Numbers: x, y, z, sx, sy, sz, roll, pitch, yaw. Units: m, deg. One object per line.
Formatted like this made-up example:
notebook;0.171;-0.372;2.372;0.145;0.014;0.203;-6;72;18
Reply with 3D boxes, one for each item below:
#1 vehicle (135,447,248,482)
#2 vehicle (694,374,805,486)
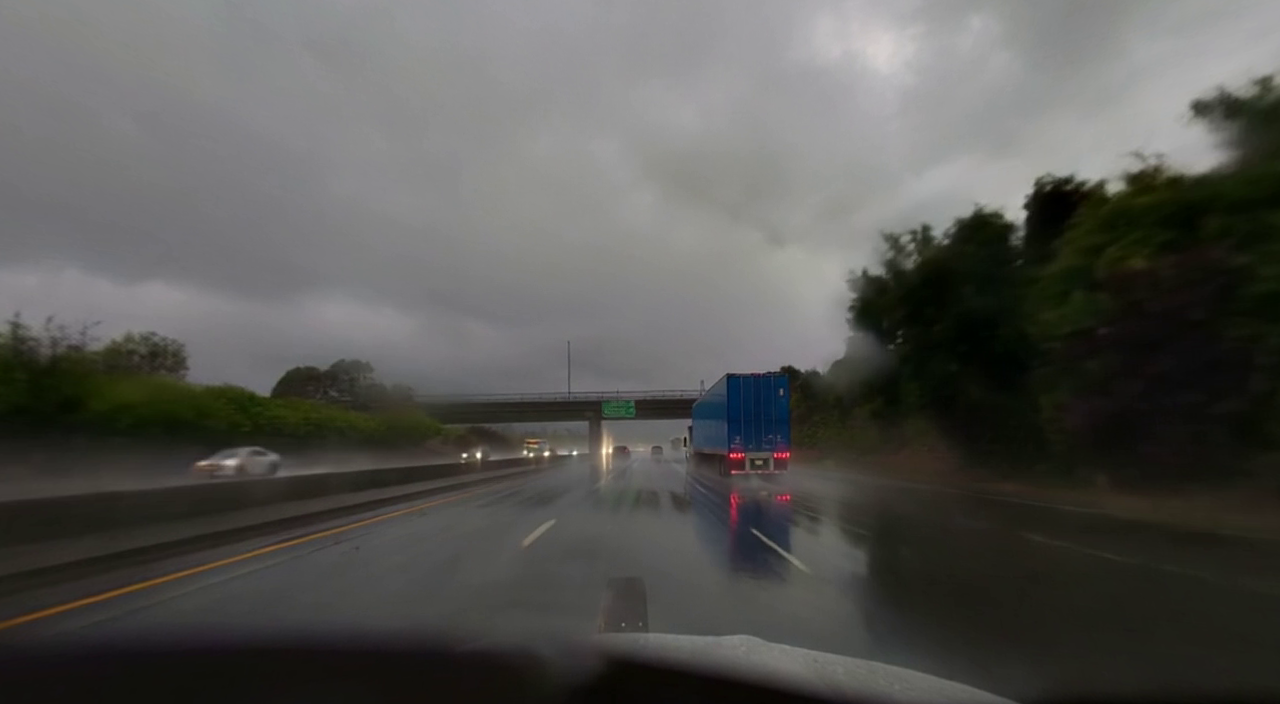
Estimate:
vehicle;-20.678;5.186;29.343;1.850;1.504;4.549;0;-9;1
vehicle;4.565;3.897;29.947;2.825;4.054;14.210;0;-9;0
